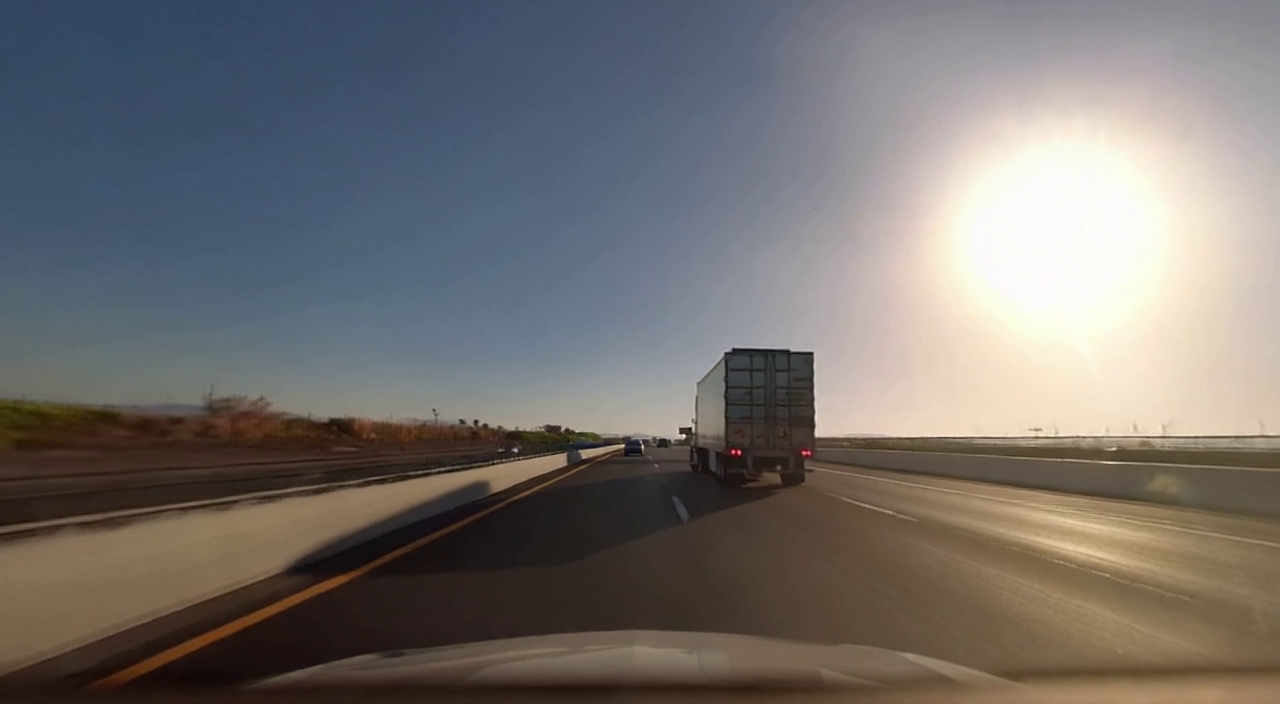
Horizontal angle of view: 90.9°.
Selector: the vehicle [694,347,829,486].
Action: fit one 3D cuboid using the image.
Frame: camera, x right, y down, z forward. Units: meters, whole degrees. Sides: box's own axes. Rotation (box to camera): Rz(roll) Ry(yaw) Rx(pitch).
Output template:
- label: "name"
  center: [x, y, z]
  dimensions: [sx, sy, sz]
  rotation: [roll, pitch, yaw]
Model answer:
- label: "vehicle"
  center: [4.126, 2.771, 25.199]
  dimensions: [2.966, 4.072, 13.408]
  rotation: [0, -8, 1]
